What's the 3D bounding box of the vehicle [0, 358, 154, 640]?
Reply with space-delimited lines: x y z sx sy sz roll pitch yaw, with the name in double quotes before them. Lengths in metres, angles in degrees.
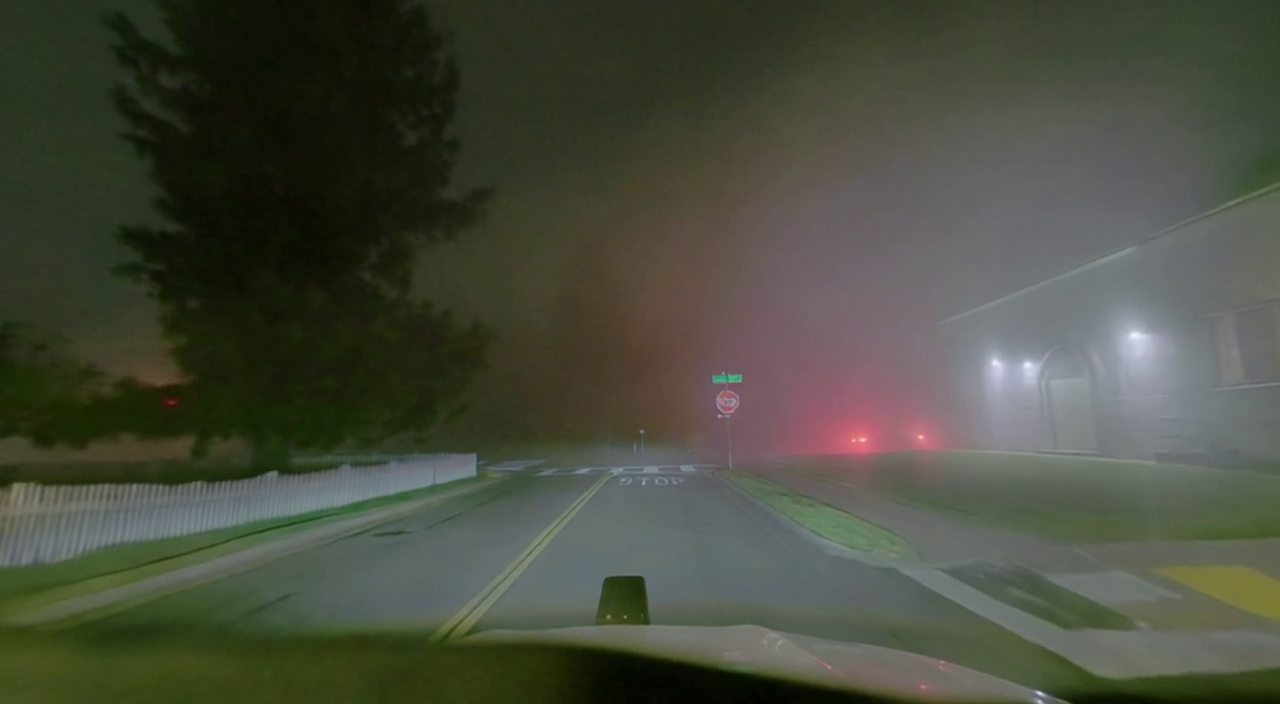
"vehicle" -5.602 0.795 2.488 2.308 1.899 6.107 -1 -7 3
